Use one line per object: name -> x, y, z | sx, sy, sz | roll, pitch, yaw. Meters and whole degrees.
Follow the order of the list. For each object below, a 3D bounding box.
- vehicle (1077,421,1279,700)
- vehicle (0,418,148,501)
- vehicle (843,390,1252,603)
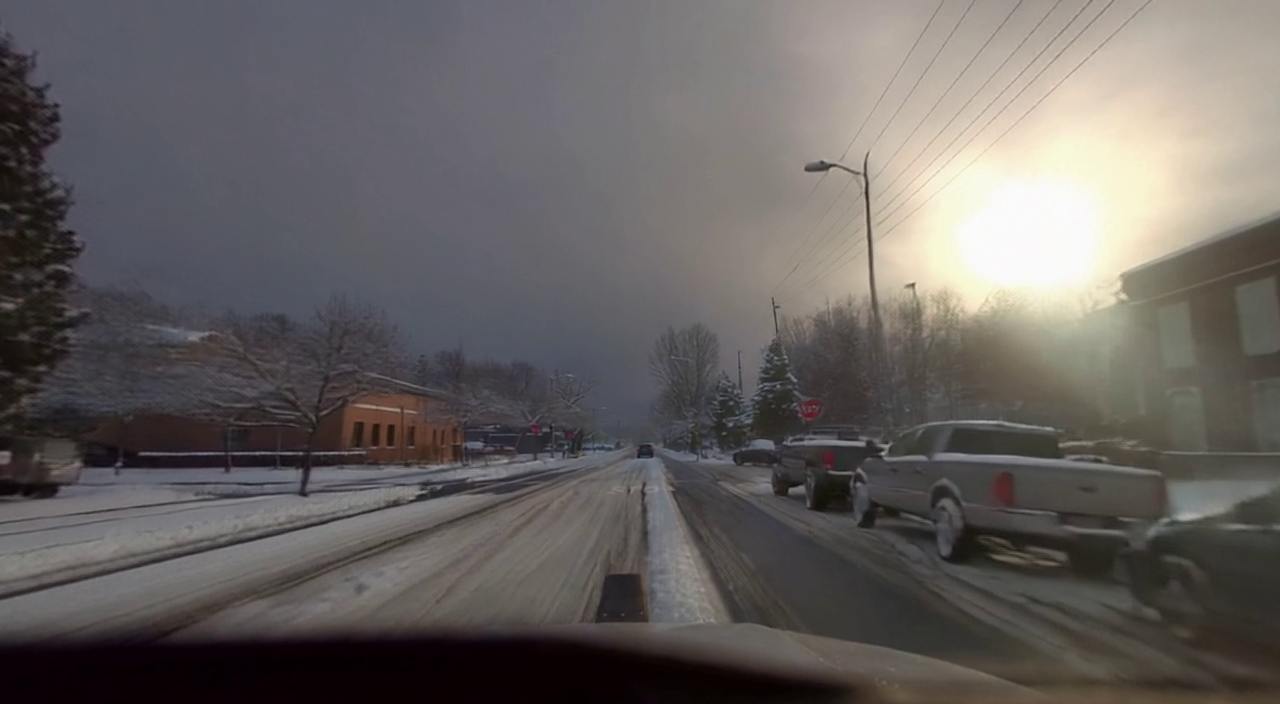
vehicle -> 4.336, 1.021, 2.727 | 1.801, 1.491, 4.308 | 0, -9, 1
vehicle -> -16.538, 2.792, 16.422 | 5.388, 2.044, 2.295 | 5, -10, -31
vehicle -> 4.295, 1.603, 7.811 | 2.041, 1.838, 4.524 | 0, -9, 1
